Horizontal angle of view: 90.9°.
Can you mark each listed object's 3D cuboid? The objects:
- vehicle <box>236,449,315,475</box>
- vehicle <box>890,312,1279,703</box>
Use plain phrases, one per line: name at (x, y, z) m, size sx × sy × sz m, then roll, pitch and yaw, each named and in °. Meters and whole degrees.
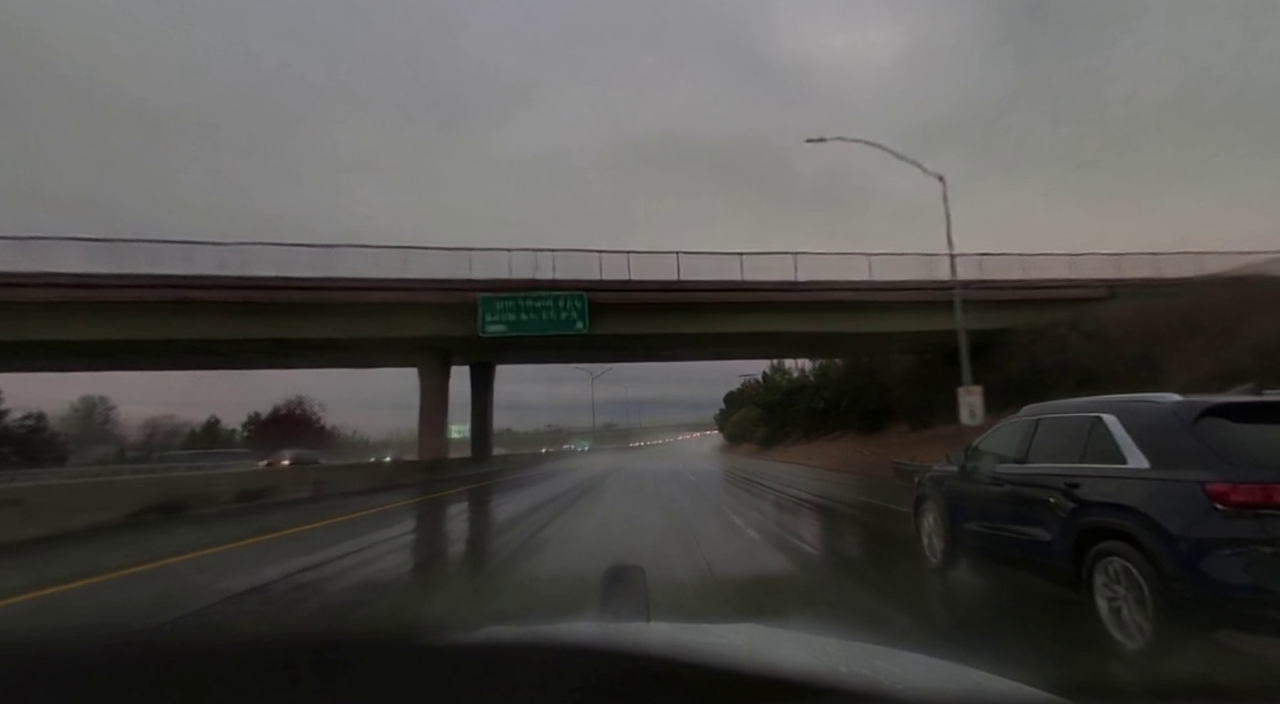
vehicle at (-26.471, 7.998, 46.018) m, size 2.082 × 1.711 × 5.080 m, roll -2°, pitch -9°, yaw 10°
vehicle at (3.527, 0.955, 4.022) m, size 2.019 × 1.732 × 4.579 m, roll 0°, pitch -9°, yaw 1°
